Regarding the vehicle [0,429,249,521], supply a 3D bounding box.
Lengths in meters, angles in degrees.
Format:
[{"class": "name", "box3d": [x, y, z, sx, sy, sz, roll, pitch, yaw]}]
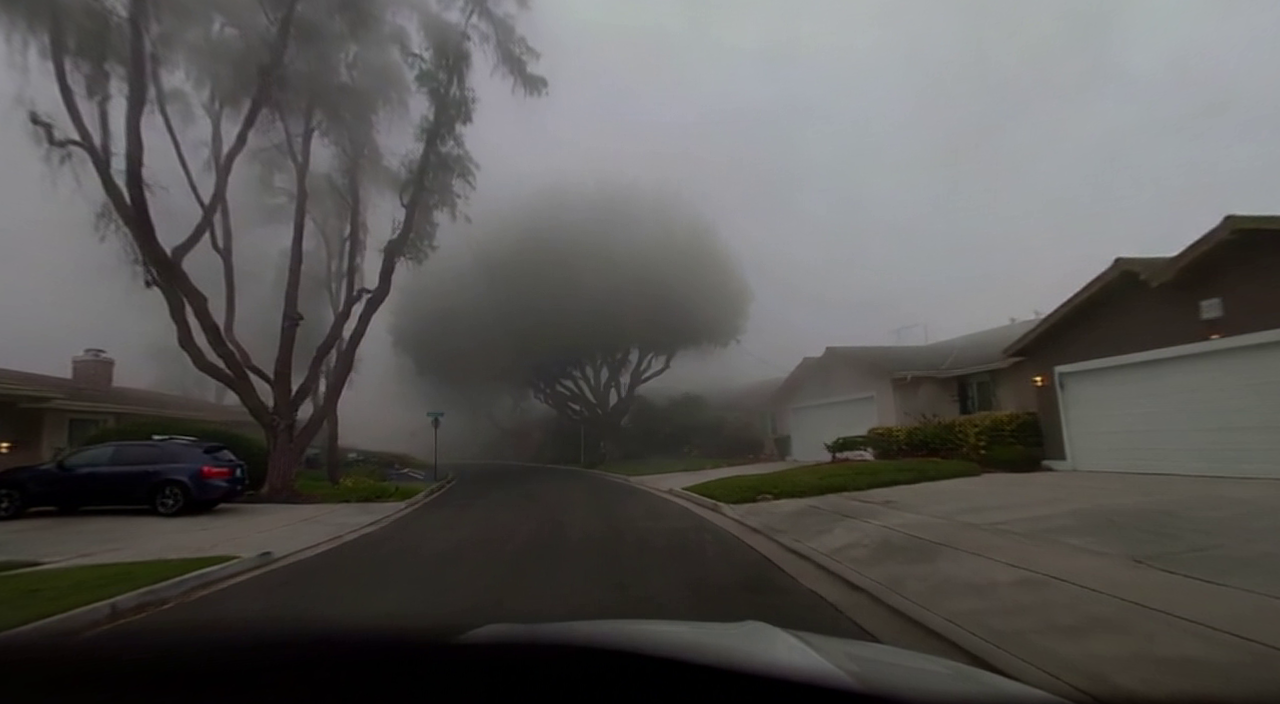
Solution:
[{"class": "vehicle", "box3d": [-12.019, 2.723, 14.308, 4.961, 1.757, 1.971, 1, -9, -19]}]

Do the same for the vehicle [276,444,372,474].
[{"class": "vehicle", "box3d": [-17.868, 6.060, 35.846, 4.471, 1.638, 1.877, 2, -9, -14]}]
